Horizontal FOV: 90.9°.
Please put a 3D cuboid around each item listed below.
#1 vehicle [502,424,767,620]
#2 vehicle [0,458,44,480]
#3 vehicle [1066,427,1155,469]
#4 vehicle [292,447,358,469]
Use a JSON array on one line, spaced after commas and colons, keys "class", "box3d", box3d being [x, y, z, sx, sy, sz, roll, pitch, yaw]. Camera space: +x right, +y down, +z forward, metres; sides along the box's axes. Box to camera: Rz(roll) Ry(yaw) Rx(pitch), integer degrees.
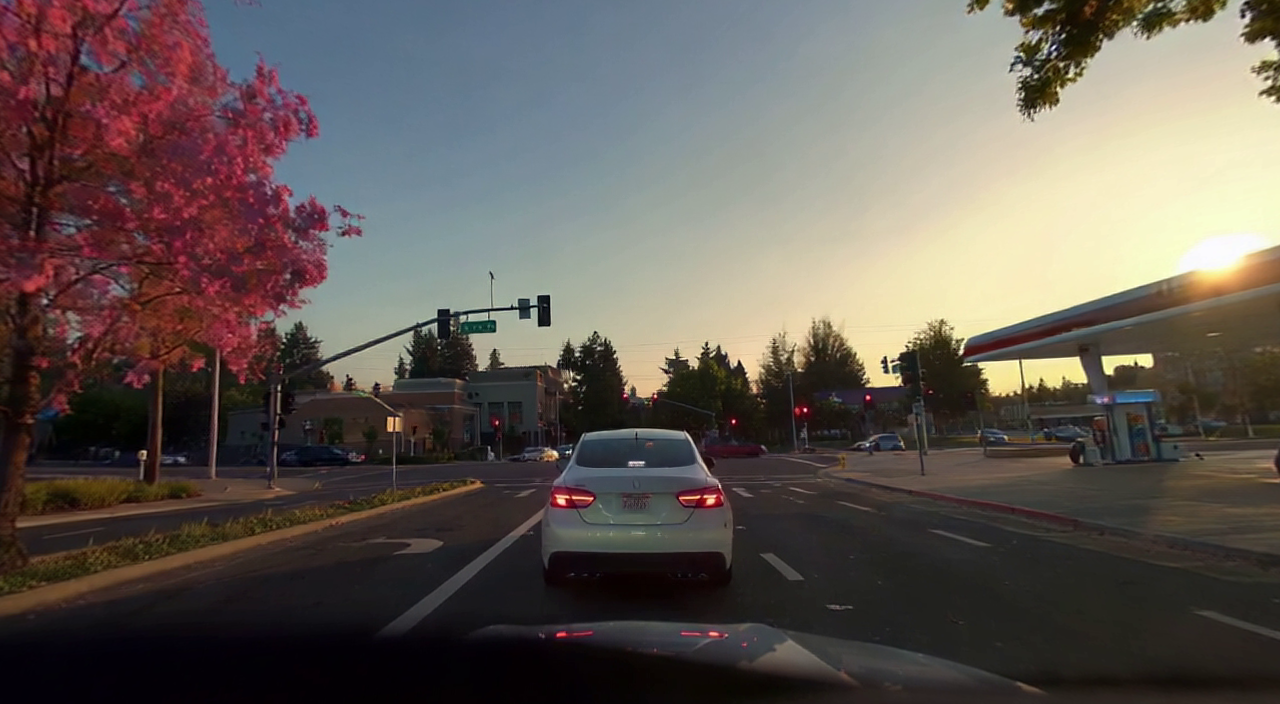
[{"class": "vehicle", "box3d": [-0.038, 1.599, 6.902, 2.010, 1.482, 4.057, 0, -8, 0]}, {"class": "vehicle", "box3d": [-44.836, 8.177, 44.186, 4.380, 1.409, 1.841, -1, -8, 5]}, {"class": "vehicle", "box3d": [18.608, 3.759, 24.870, 4.091, 1.495, 2.053, 8, -12, -44]}, {"class": "vehicle", "box3d": [-23.280, 7.844, 46.634, 3.975, 1.563, 1.755, -1, -8, 5]}]
